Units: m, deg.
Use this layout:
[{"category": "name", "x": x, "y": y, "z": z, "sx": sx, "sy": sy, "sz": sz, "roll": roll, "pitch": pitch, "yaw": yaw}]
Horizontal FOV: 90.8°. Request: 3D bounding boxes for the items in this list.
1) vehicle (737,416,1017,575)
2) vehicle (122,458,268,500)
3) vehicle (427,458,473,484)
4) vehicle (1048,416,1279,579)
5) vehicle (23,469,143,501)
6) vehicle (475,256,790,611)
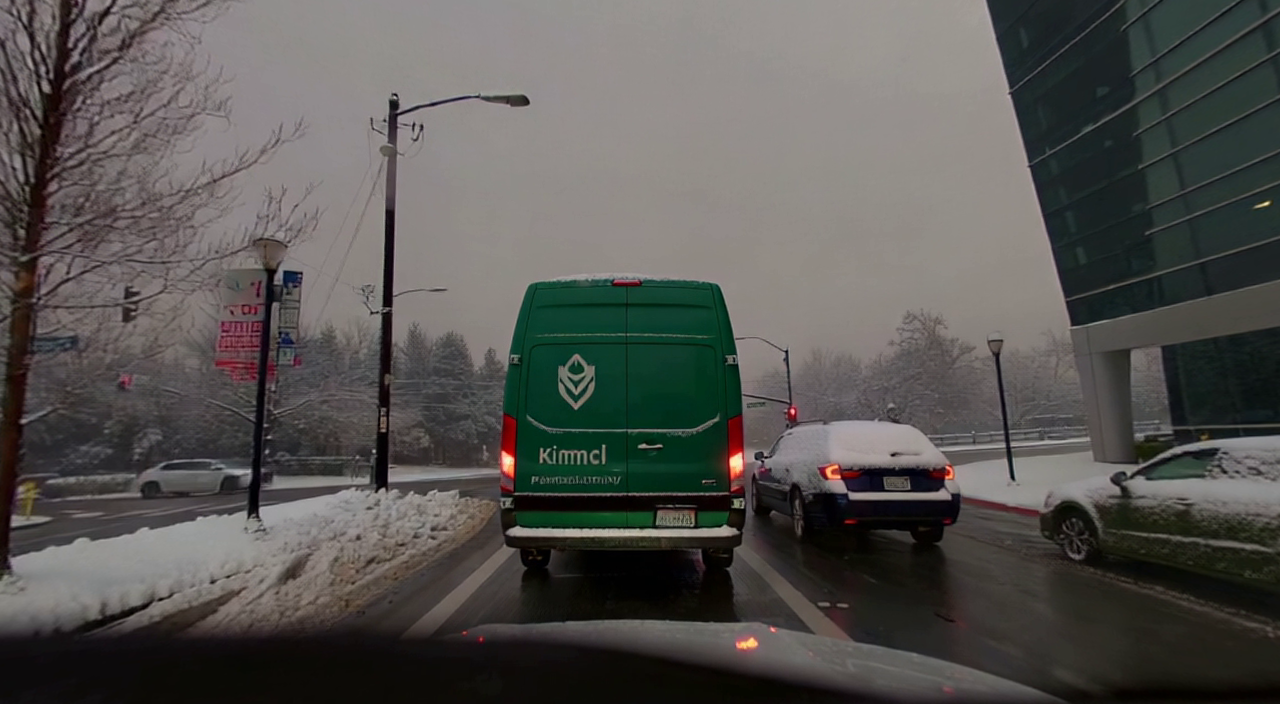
[{"category": "vehicle", "x": 2.877, "y": 1.863, "z": 9.047, "sx": 2.183, "sy": 1.676, "sz": 4.506, "roll": 0, "pitch": -8, "yaw": -1}, {"category": "vehicle", "x": -18.890, "y": 5.379, "z": 26.974, "sx": 4.659, "sy": 1.615, "sz": 1.944, "roll": 0, "pitch": -8, "yaw": -3}, {"category": "vehicle", "x": -14.535, "y": 9.130, "z": 48.646, "sx": 1.997, "sy": 1.806, "sz": 4.630, "roll": 0, "pitch": -8, "yaw": 1}, {"category": "vehicle", "x": 7.520, "y": 1.570, "z": 6.999, "sx": 1.963, "sy": 1.669, "sz": 4.678, "roll": 3, "pitch": -9, "yaw": -20}, {"category": "vehicle", "x": -31.104, "y": 7.434, "z": 35.402, "sx": 4.806, "sy": 1.652, "sz": 1.869, "roll": 0, "pitch": -8, "yaw": -2}, {"category": "vehicle", "x": -0.022, "y": 1.183, "z": 9.097, "sx": 2.613, "sy": 3.035, "sz": 7.342, "roll": 0, "pitch": -8, "yaw": 1}]
